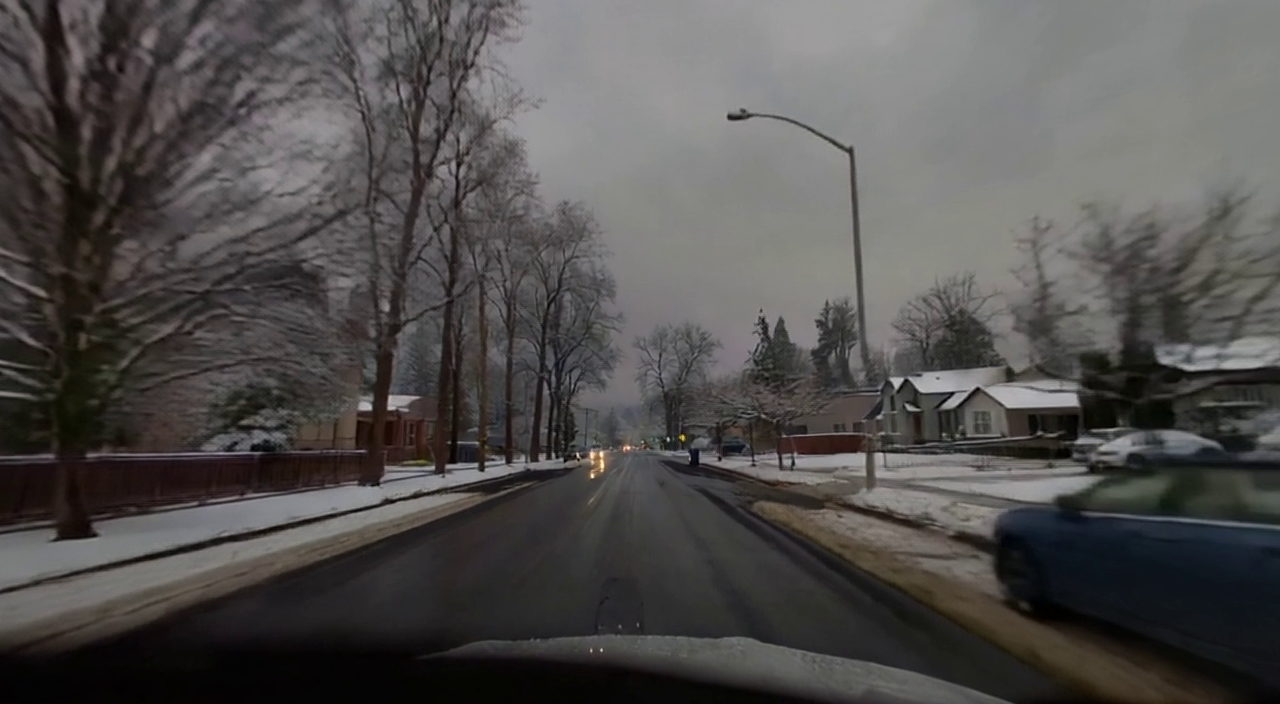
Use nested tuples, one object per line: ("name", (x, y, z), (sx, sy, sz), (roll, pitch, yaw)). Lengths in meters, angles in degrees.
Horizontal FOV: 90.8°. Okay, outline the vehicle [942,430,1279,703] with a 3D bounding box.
("vehicle", (3.824, 1.209, 3.586), (2.013, 1.473, 4.329), (0, -9, -1))
